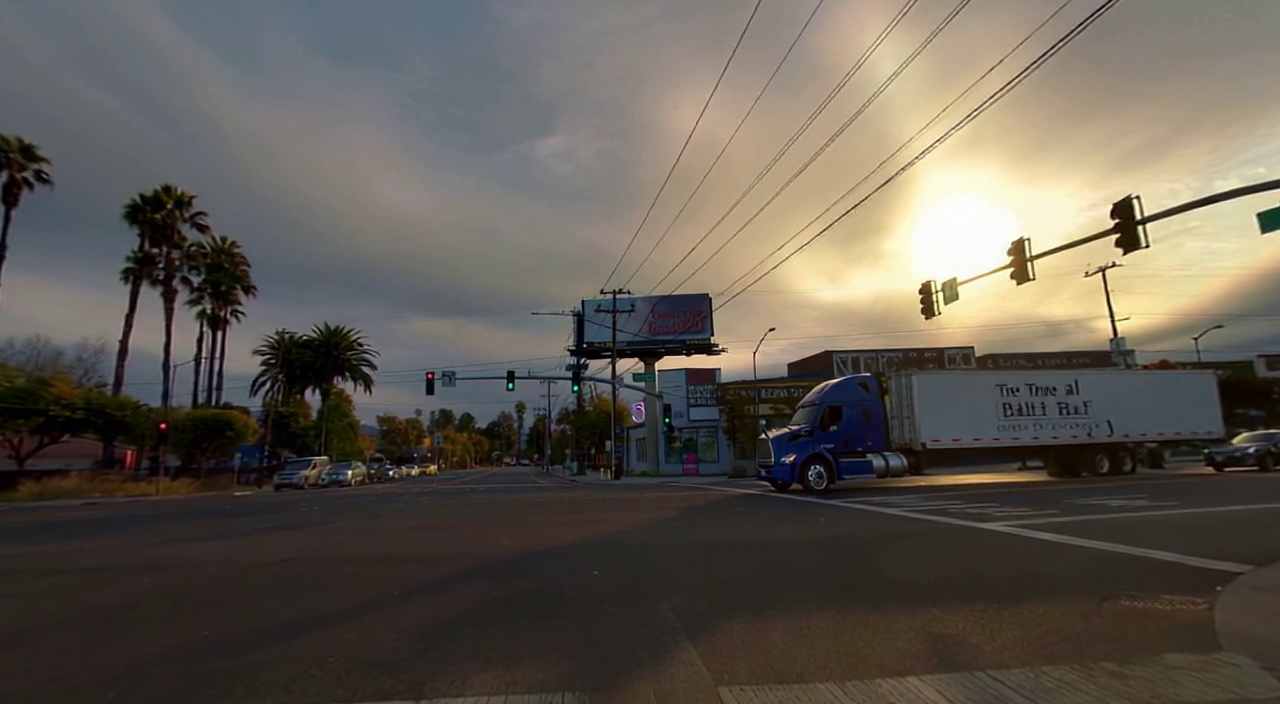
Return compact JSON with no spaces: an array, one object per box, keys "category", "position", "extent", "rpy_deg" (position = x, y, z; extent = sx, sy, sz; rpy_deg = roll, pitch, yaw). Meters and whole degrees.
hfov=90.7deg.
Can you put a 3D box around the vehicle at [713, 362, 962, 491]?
[{"category":"vehicle","position":[7.144,2.811,23.625],"extent":[8.167,4.352,3.029],"rpy_deg":[1,-9,-9]}]

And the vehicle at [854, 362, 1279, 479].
[{"category":"vehicle","position":[17.362,2.771,25.350],"extent":[17.071,4.151,2.876],"rpy_deg":[1,-9,-10]}]

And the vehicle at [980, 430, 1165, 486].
[{"category":"vehicle","position":[14.450,3.557,21.280],"extent":[4.958,1.510,1.949],"rpy_deg":[-2,-10,-8]}]

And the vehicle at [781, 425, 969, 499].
[{"category":"vehicle","position":[7.457,3.528,20.397],"extent":[5.079,1.893,2.200],"rpy_deg":[-2,-10,-10]}]

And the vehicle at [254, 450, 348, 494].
[{"category":"vehicle","position":[-22.111,7.791,41.656],"extent":[2.989,2.573,6.053],"rpy_deg":[0,-9,-3]}]

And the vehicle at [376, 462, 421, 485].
[{"category":"vehicle","position":[-18.552,9.329,48.777],"extent":[1.834,1.521,4.970],"rpy_deg":[0,-9,-4]}]

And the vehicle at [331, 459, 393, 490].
[{"category":"vehicle","position":[-17.702,7.797,40.591],"extent":[2.028,1.744,4.876],"rpy_deg":[0,-9,-4]}]
